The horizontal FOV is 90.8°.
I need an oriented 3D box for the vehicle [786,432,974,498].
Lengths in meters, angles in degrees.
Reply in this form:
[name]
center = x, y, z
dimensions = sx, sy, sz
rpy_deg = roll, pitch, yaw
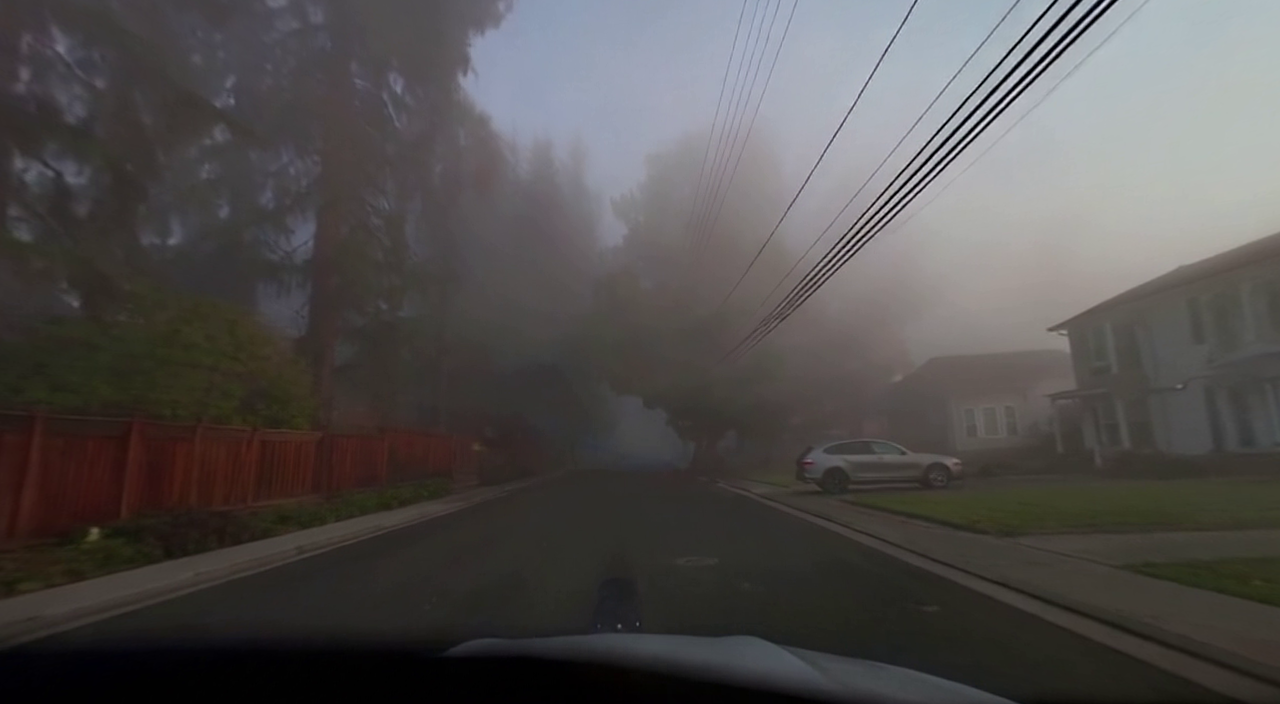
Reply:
[vehicle]
center = 7.050, 3.389, 19.054
dimensions = 4.806, 1.851, 2.050
rpy_deg = 0, -9, 2
